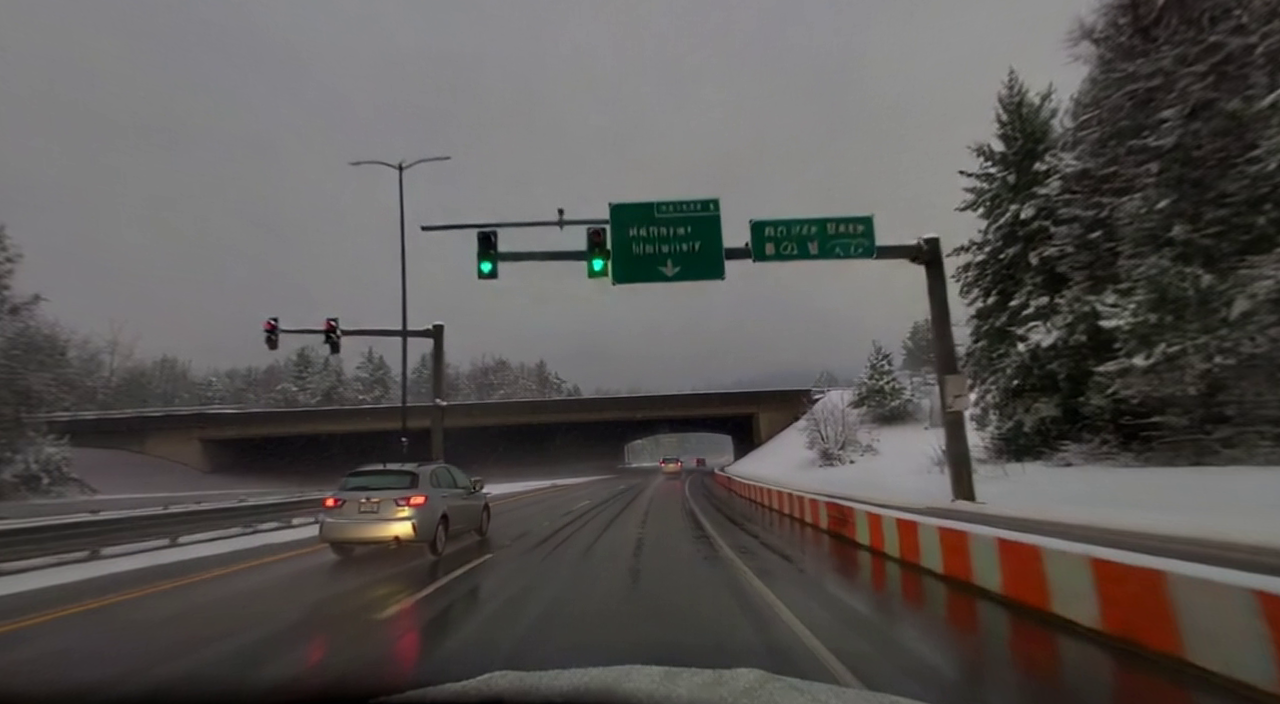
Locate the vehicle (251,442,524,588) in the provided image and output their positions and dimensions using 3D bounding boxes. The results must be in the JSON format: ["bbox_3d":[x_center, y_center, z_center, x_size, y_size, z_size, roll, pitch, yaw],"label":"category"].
[{"bbox_3d":[-2.977,2.032,8.463,1.992,1.466,3.690,0,-10,2],"label":"vehicle"}]
